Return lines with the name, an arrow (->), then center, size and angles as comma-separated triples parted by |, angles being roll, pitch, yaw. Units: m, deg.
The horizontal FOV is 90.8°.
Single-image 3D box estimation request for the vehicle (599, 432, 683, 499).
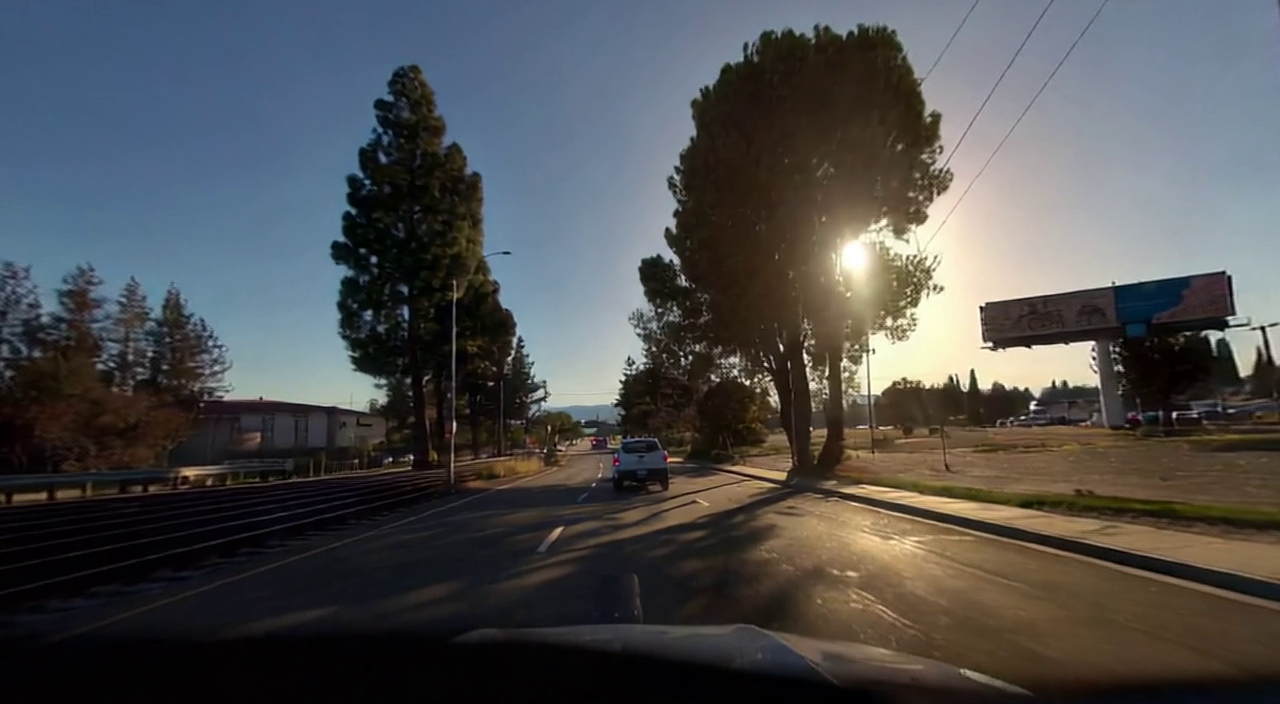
vehicle -> 0.021, 3.698, 20.993 | 2.404, 1.926, 5.251 | 0, -9, 0
